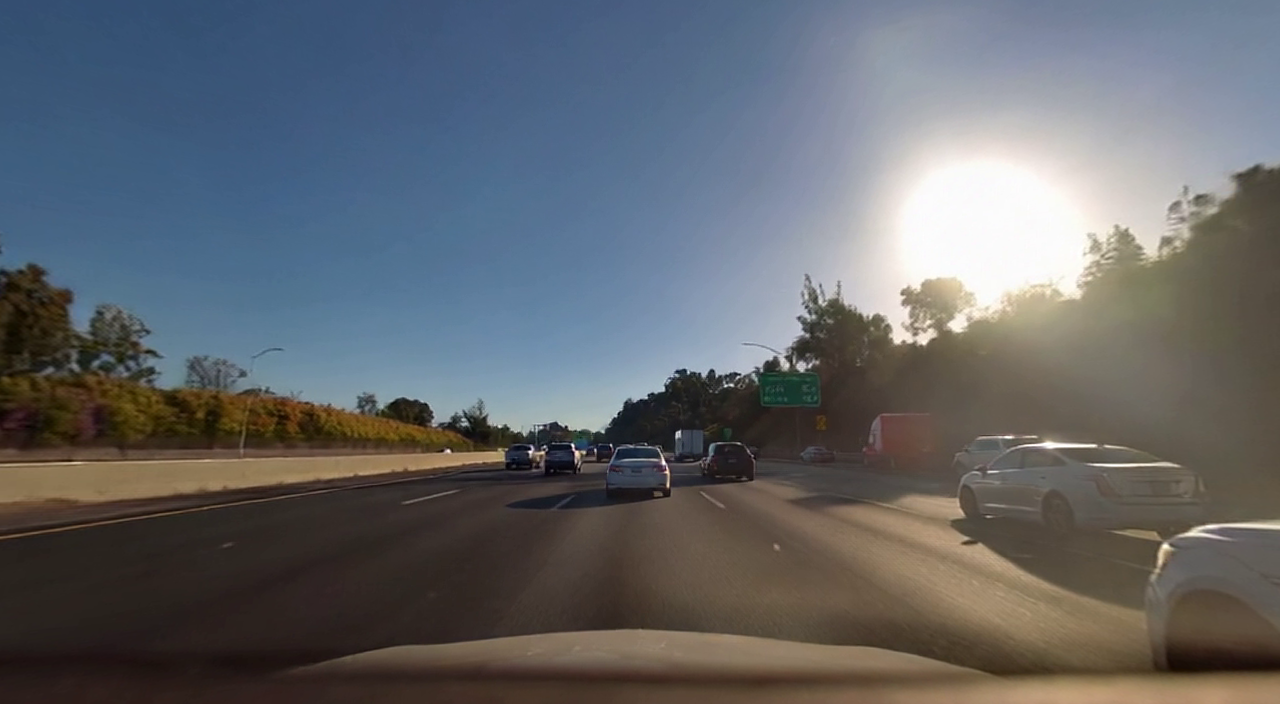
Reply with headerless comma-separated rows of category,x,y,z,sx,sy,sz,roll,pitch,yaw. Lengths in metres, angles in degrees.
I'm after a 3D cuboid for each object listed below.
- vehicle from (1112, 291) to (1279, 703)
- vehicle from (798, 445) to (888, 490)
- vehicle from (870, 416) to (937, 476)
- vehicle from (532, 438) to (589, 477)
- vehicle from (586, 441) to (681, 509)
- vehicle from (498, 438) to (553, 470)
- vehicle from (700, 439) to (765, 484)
vehicle,3.401,0.470,0.566,2.215,1.879,4.845,0,-9,1
vehicle,7.475,4.274,23.656,1.942,1.482,4.250,0,-9,0
vehicle,17.351,6.204,41.664,2.777,3.740,3.338,1,-9,-1
vehicle,-3.788,5.165,30.938,2.079,1.741,4.436,0,-9,2
vehicle,-0.131,3.081,16.214,2.132,1.499,4.038,0,-9,1
vehicle,-7.681,6.951,42.974,2.487,1.986,6.157,0,-9,1
vehicle,3.687,4.462,25.833,2.053,1.666,4.106,0,-9,0
